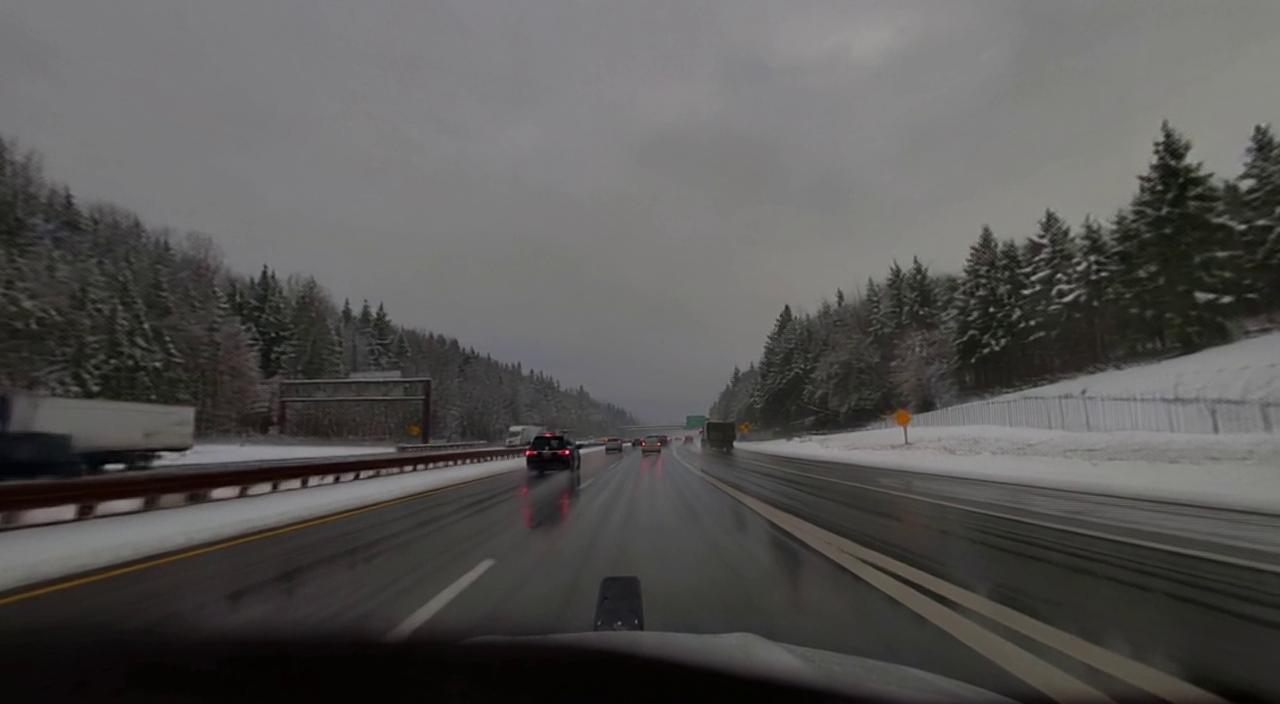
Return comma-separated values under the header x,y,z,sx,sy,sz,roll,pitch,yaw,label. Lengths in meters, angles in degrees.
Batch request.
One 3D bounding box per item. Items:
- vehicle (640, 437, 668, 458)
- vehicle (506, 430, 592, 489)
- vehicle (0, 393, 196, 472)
x,y,z,sx,sy,sz,roll,pitch,yaw,label
0.997,7.077,46.881,2.004,1.465,3.842,0,-8,0,vehicle
-2.694,3.260,19.632,2.137,1.618,4.209,0,-8,-1,vehicle
-31.848,4.760,36.599,3.007,3.823,12.412,-1,-8,0,vehicle
